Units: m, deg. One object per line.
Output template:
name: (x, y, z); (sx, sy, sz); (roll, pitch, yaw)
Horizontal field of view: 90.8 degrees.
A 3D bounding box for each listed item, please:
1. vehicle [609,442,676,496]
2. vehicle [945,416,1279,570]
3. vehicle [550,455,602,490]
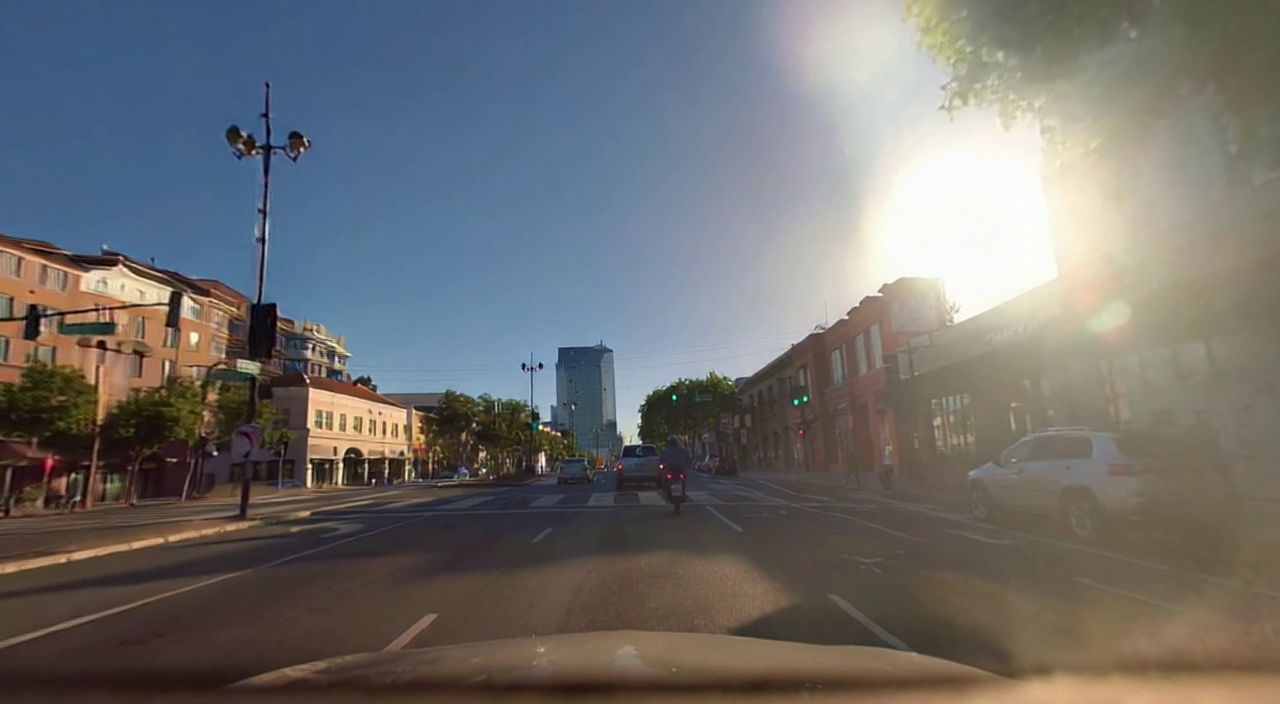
vehicle: (0.019, 4.223, 23.245); (2.223, 1.775, 4.250); (0, -9, -2)
vehicle: (7.163, 2.028, 9.974); (2.018, 1.772, 4.968); (0, -9, -2)
vehicle: (-3.001, 5.725, 30.345); (2.014, 1.470, 4.552); (0, -9, 0)
